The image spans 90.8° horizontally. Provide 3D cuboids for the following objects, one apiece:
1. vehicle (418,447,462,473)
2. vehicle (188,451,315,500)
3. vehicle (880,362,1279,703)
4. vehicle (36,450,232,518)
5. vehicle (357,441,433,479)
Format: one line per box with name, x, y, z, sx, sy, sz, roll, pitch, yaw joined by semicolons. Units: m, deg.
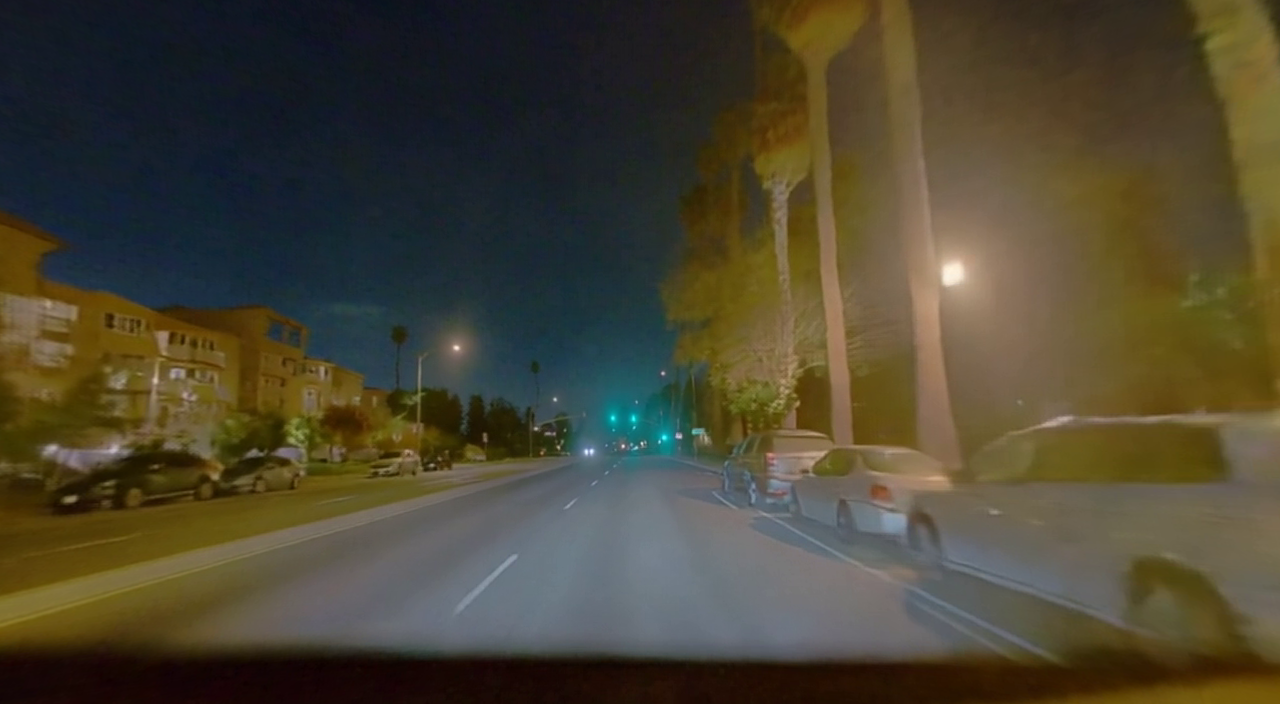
vehicle;-14.397;7.760;45.707;1.890;1.568;4.444;-2;-7;-2
vehicle;-13.891;4.394;22.924;1.916;1.459;4.222;-1;-8;0
vehicle;3.679;1.186;4.559;2.010;1.696;4.613;0;-9;-1
vehicle;-13.761;3.559;17.628;1.970;1.525;4.420;0;-7;-3
vehicle;-14.145;6.240;36.923;2.245;1.904;5.805;-1;-7;-2
